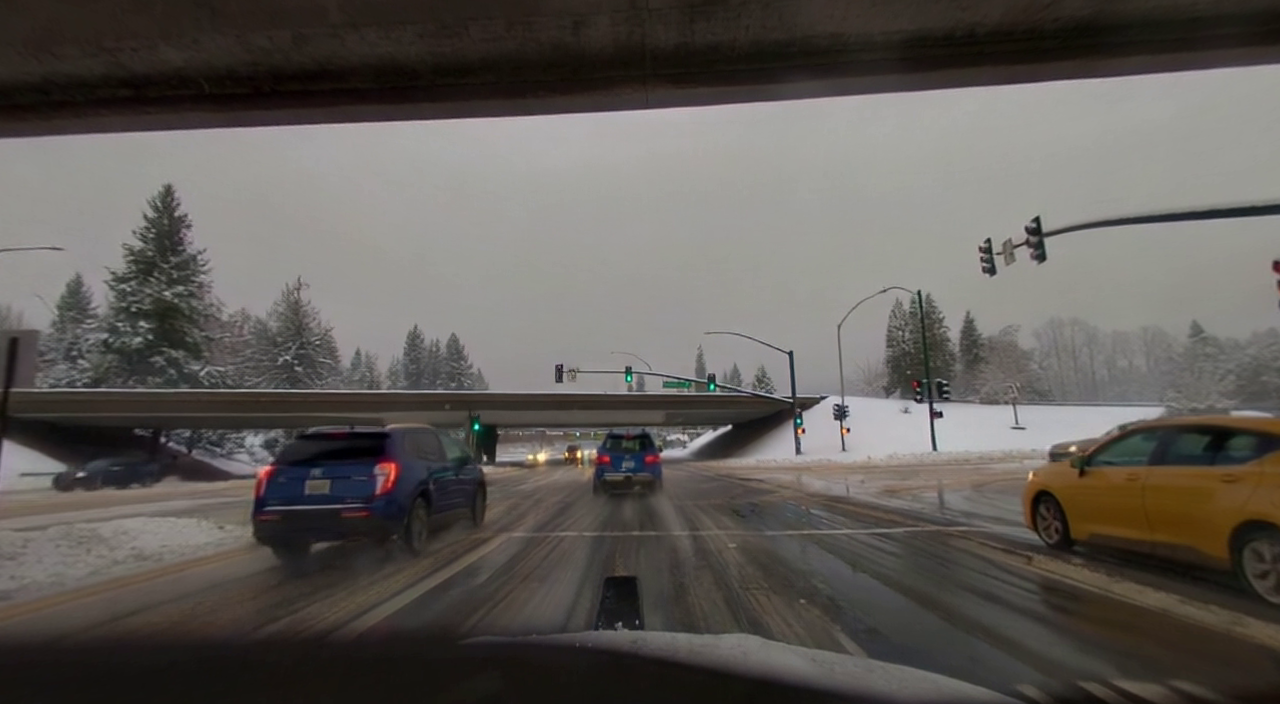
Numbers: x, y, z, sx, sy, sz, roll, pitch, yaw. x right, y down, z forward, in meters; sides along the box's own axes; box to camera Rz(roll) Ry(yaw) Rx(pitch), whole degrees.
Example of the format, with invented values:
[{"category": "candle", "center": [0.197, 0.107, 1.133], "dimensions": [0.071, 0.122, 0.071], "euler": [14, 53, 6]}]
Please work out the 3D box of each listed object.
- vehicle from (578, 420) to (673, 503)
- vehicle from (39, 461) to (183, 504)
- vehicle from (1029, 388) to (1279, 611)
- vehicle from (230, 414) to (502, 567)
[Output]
[{"category": "vehicle", "center": [-0.426, 3.067, 18.124], "dimensions": [2.342, 2.026, 4.642], "euler": [0, -8, -2]}, {"category": "vehicle", "center": [-23.065, 5.673, 27.896], "dimensions": [2.044, 1.584, 5.067], "euler": [0, -8, -1]}, {"category": "vehicle", "center": [6.226, 1.343, 6.166], "dimensions": [2.074, 1.785, 4.320], "euler": [0, -8, 0]}, {"category": "vehicle", "center": [-3.727, 1.968, 9.787], "dimensions": [2.060, 1.768, 4.681], "euler": [0, -8, 1]}]
